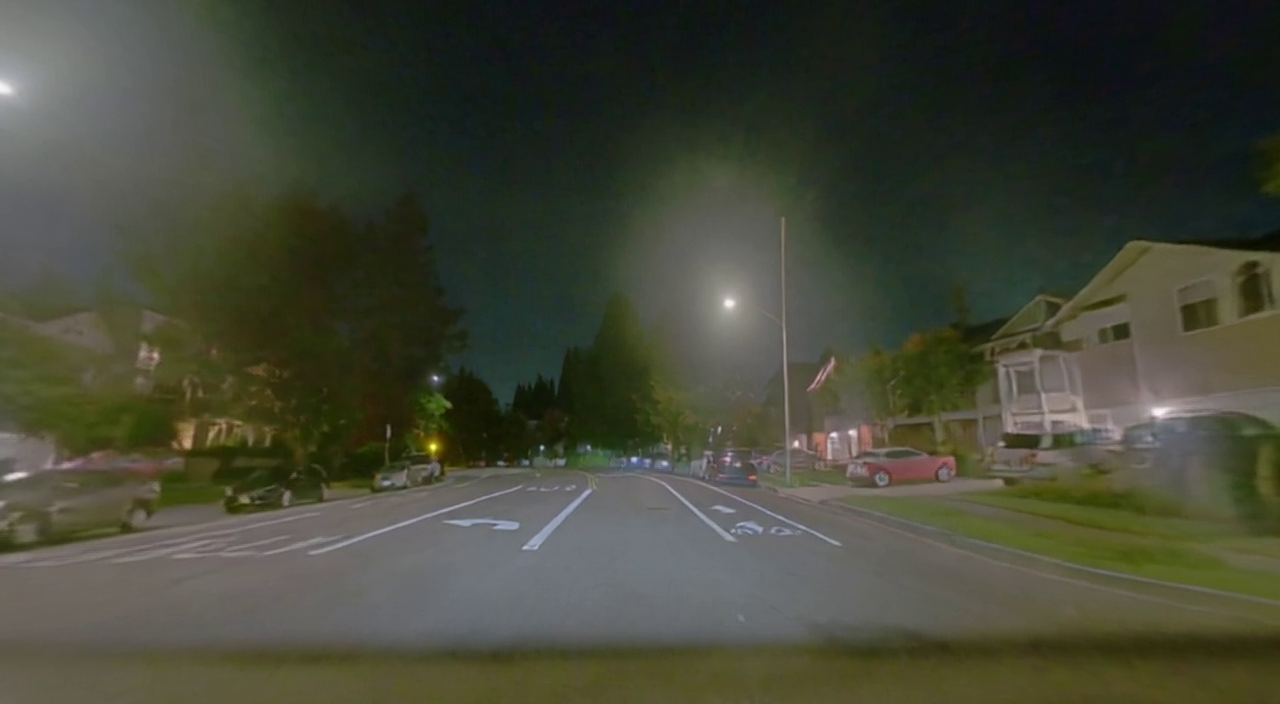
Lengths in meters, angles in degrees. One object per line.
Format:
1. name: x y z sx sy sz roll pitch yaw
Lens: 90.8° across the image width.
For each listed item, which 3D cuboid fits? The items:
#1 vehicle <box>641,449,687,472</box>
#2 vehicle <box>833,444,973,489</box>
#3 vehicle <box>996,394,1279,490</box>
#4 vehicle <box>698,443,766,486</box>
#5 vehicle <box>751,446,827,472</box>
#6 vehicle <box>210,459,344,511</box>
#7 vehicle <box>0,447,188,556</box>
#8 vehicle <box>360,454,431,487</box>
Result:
1. vehicle: 1.751 8.216 48.202 2.367 1.614 4.463 3 -9 -14
2. vehicle: 10.067 4.394 24.416 4.512 1.477 1.927 -2 -9 -4
3. vehicle: 12.805 2.377 15.918 6.244 2.050 2.209 -9 -13 37
4. vehicle: 4.202 5.217 29.622 2.184 1.770 4.651 2 -9 -4
5. vehicle: 9.226 6.649 39.337 4.158 1.521 1.921 2 -9 -6
6. vehicle: -11.672 4.266 20.730 1.948 1.410 4.361 1 -9 -3
7. vehicle: -11.553 2.768 12.381 2.037 1.755 4.434 1 -9 0
8. vehicle: -12.261 5.967 32.074 2.012 1.478 4.661 1 -9 -4
